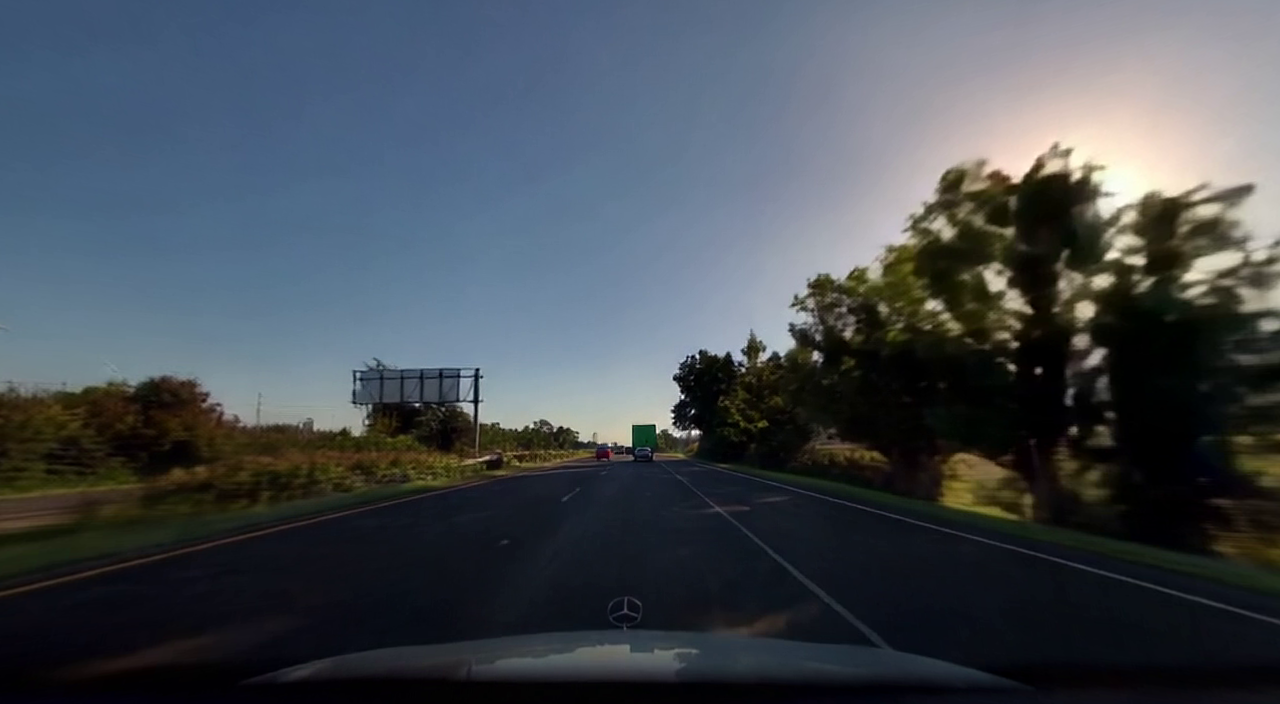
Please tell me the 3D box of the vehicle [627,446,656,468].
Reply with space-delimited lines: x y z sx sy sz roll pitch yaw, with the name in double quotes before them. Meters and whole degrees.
"vehicle" 0.124 8.097 48.735 2.094 1.559 3.945 0 -9 0
